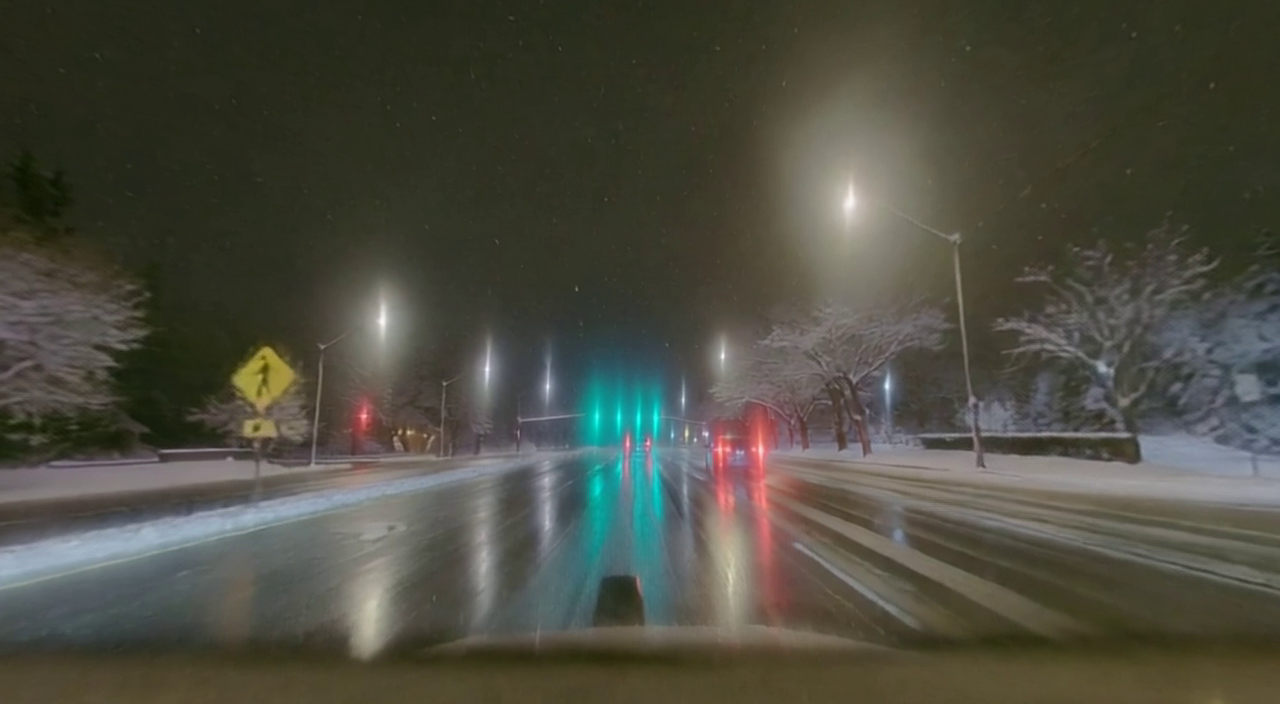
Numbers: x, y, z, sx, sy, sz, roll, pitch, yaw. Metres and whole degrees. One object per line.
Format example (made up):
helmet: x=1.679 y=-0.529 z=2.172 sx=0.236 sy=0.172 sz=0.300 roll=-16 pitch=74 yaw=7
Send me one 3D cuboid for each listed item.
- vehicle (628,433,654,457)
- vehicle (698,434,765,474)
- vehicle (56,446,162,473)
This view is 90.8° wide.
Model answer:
vehicle: x=0.054 y=7.291 z=49.521 sx=1.988 sy=1.800 sz=4.322 roll=0 pitch=-8 yaw=0
vehicle: x=3.643 y=4.163 z=26.009 sx=1.948 sy=1.479 sz=4.620 roll=0 pitch=-8 yaw=-2
vehicle: x=-30.352 y=6.141 z=36.182 sx=4.522 sy=1.474 sz=1.862 roll=-1 pitch=-8 yaw=4
